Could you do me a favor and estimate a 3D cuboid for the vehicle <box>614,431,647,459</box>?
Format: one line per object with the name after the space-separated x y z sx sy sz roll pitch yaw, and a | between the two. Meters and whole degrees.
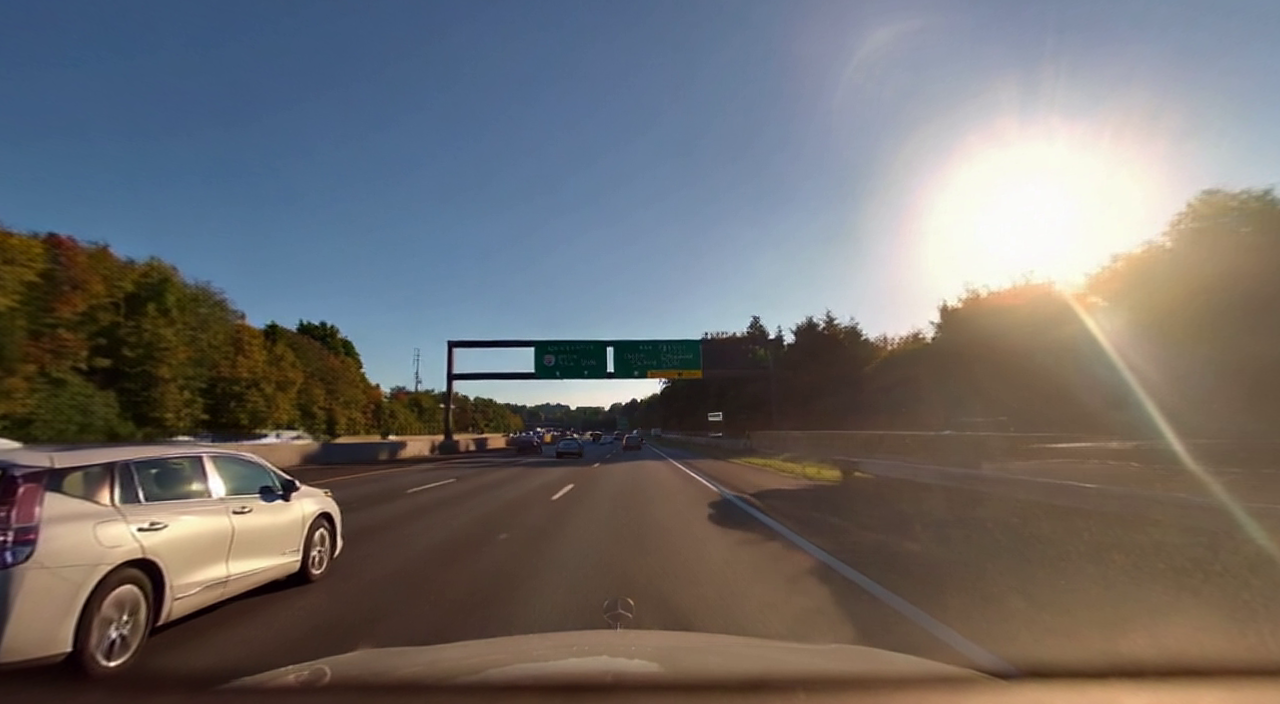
-0.566 5.815 39.491 2.002 1.611 3.778 0 -8 0 | vehicle

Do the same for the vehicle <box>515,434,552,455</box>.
-8.179 7.107 48.629 1.953 1.524 4.863 0 -8 0 | vehicle

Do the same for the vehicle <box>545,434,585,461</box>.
-4.335 5.576 36.944 1.909 1.445 4.087 0 -8 0 | vehicle

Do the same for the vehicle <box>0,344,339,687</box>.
-4.449 1.099 5.001 1.971 1.822 4.366 0 -8 -1 | vehicle
